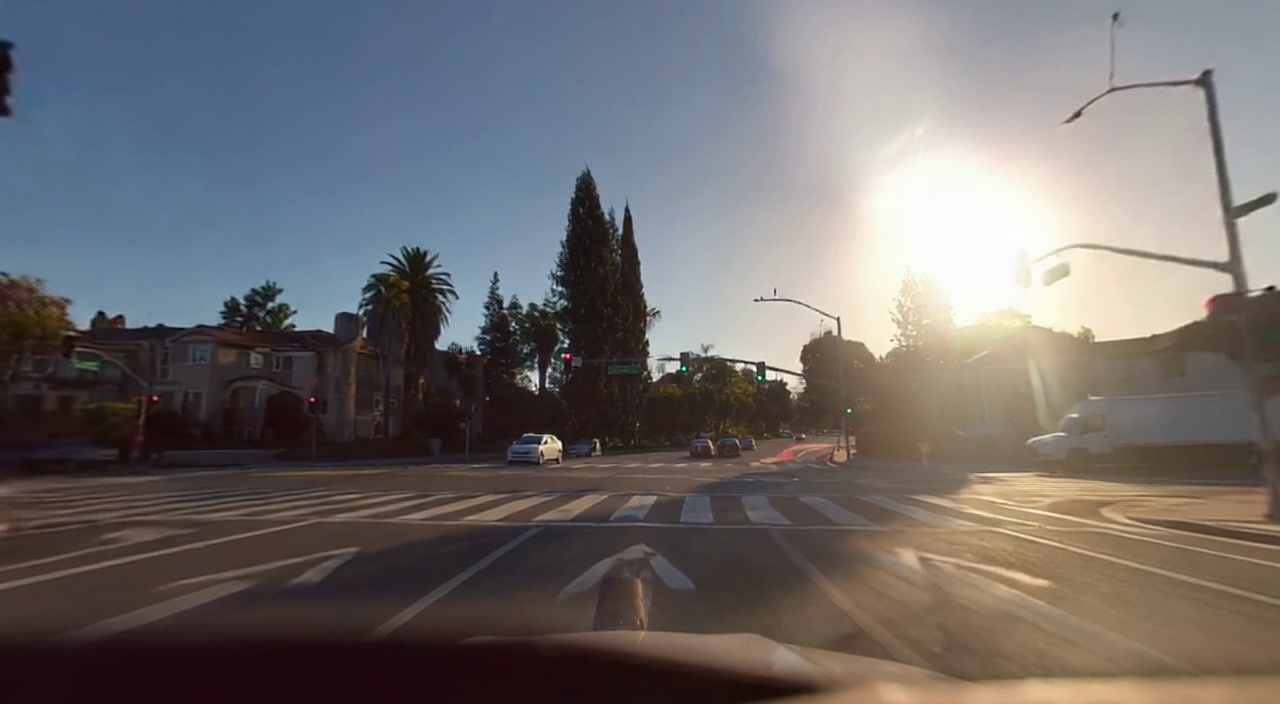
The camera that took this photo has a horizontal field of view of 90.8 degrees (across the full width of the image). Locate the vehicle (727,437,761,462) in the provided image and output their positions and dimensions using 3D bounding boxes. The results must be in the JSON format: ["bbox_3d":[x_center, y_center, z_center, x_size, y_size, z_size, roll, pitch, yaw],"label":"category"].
[{"bbox_3d":[7.487,6.989,45.389,2.255,1.708,4.328,-2,-9,9],"label":"vehicle"}]

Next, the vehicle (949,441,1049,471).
[{"bbox_3d":[20.041,5.771,35.353,4.580,1.557,2.023,-6,-11,35],"label":"vehicle"}]

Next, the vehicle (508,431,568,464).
[{"bbox_3d":[-6.278,5.977,39.416,2.296,1.798,5.303,-5,-9,6],"label":"vehicle"}]

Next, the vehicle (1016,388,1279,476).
[{"bbox_3d":[23.465,3.424,26.712,12.701,3.428,3.061,-1,-9,5],"label":"vehicle"}]
